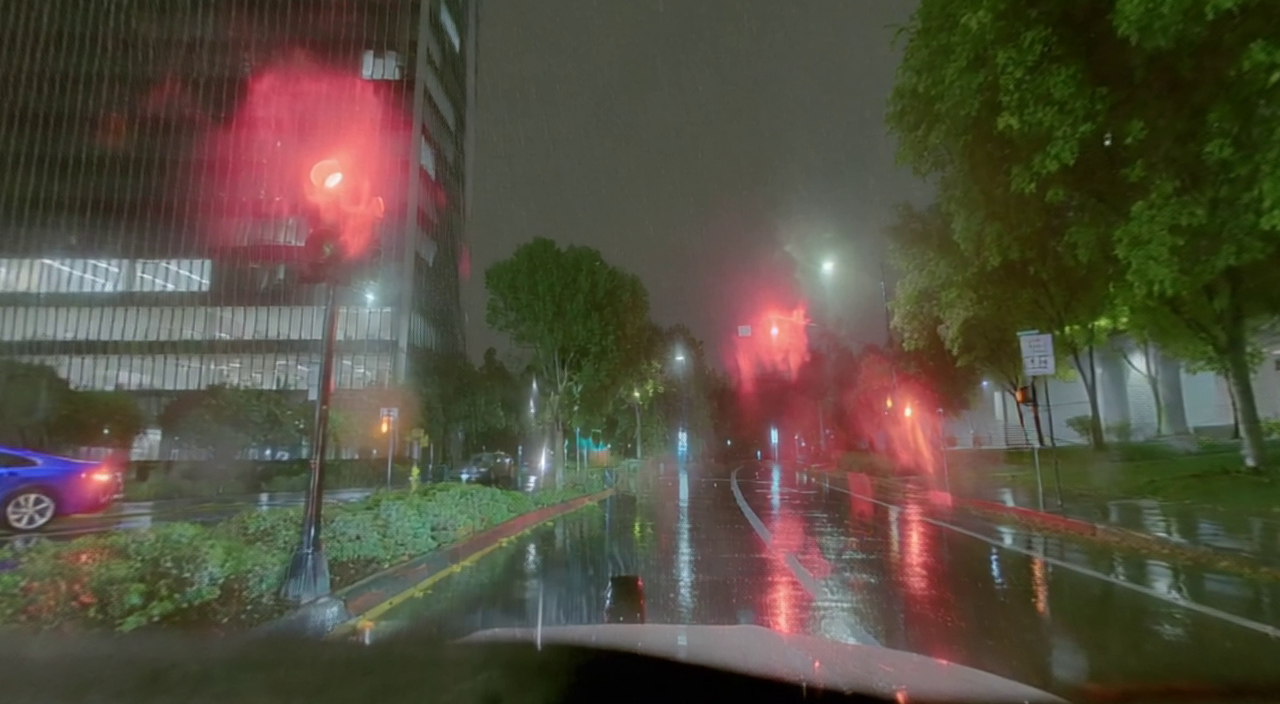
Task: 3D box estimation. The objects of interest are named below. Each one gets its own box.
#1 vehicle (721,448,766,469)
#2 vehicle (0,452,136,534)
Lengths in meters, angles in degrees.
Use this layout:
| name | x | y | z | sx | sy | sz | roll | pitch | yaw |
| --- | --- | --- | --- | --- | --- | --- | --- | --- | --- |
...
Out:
| name | x | y | z | sx | sy | sz | roll | pitch | yaw |
| --- | --- | --- | --- | --- | --- | --- | --- | --- | --- |
| vehicle | 7.862 | 8.124 | 48.419 | 1.829 | 1.440 | 4.384 | 2 | -9 | -14 |
| vehicle | -12.856 | 2.716 | 12.273 | 4.598 | 1.490 | 1.816 | 7 | -11 | -40 |
